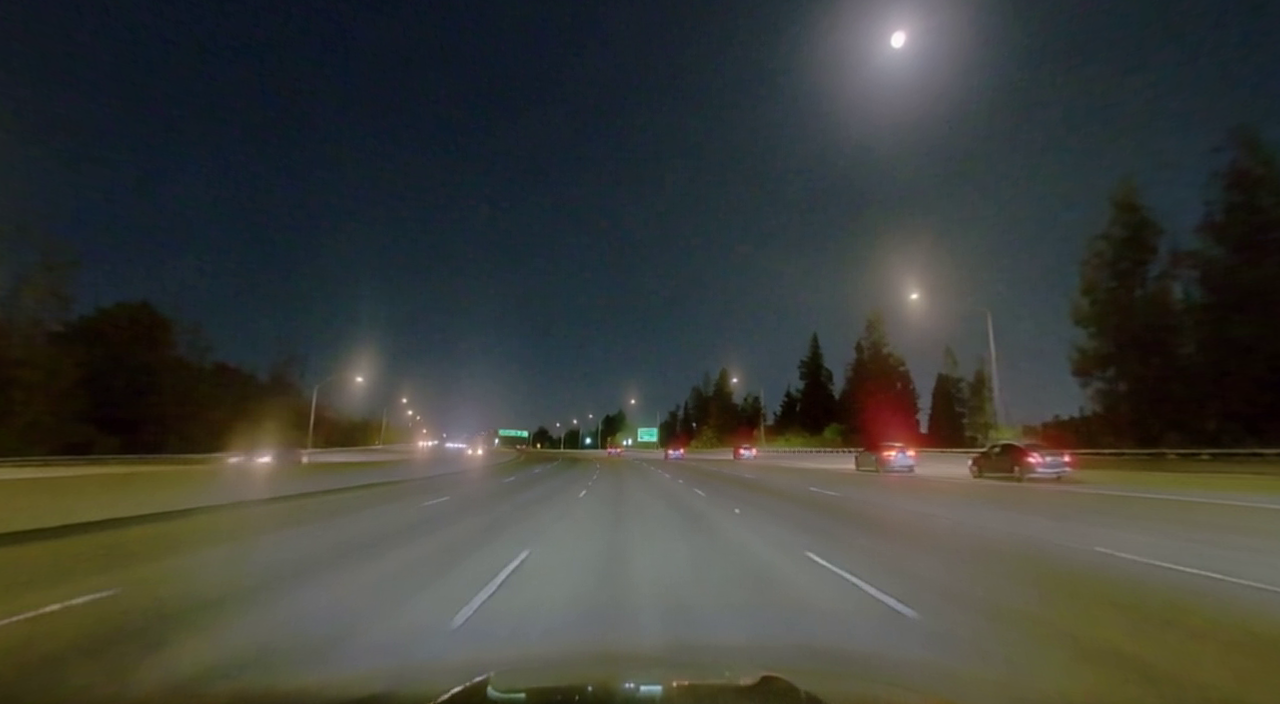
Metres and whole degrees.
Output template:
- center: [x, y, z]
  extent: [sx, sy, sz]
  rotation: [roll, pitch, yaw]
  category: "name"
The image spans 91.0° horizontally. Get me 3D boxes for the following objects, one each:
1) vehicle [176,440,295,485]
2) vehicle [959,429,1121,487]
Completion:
- center: [-20.267, 5.546, 31.984]
  extent: [2.258, 2.026, 5.866]
  rotation: [0, -9, -2]
  category: "vehicle"
- center: [13.887, 3.737, 22.419]
  extent: [2.107, 1.803, 5.385]
  rotation: [0, -9, -1]
  category: "vehicle"
